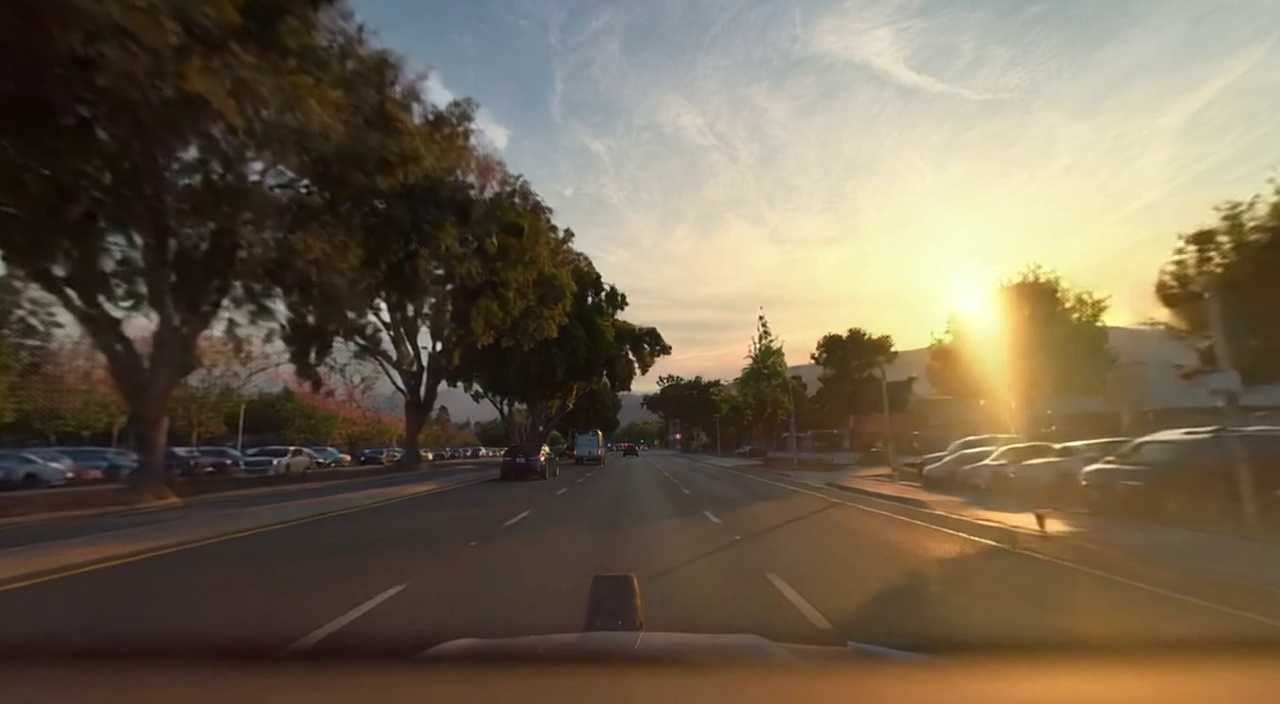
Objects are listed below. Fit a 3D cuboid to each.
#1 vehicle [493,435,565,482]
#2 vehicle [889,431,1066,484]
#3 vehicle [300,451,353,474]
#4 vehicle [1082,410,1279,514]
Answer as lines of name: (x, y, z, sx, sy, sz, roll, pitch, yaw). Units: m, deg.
vehicle: (-4.362, 4.257, 25.431, 2.109, 1.672, 4.256, 0, -8, 0)
vehicle: (12.689, 3.989, 23.941, 5.500, 1.749, 2.057, -1, -9, -3)
vehicle: (-23.145, 8.153, 46.658, 1.858, 1.530, 4.044, 0, -8, 0)
vehicle: (12.433, 2.240, 13.028, 5.454, 1.829, 2.288, 3, -9, -15)
